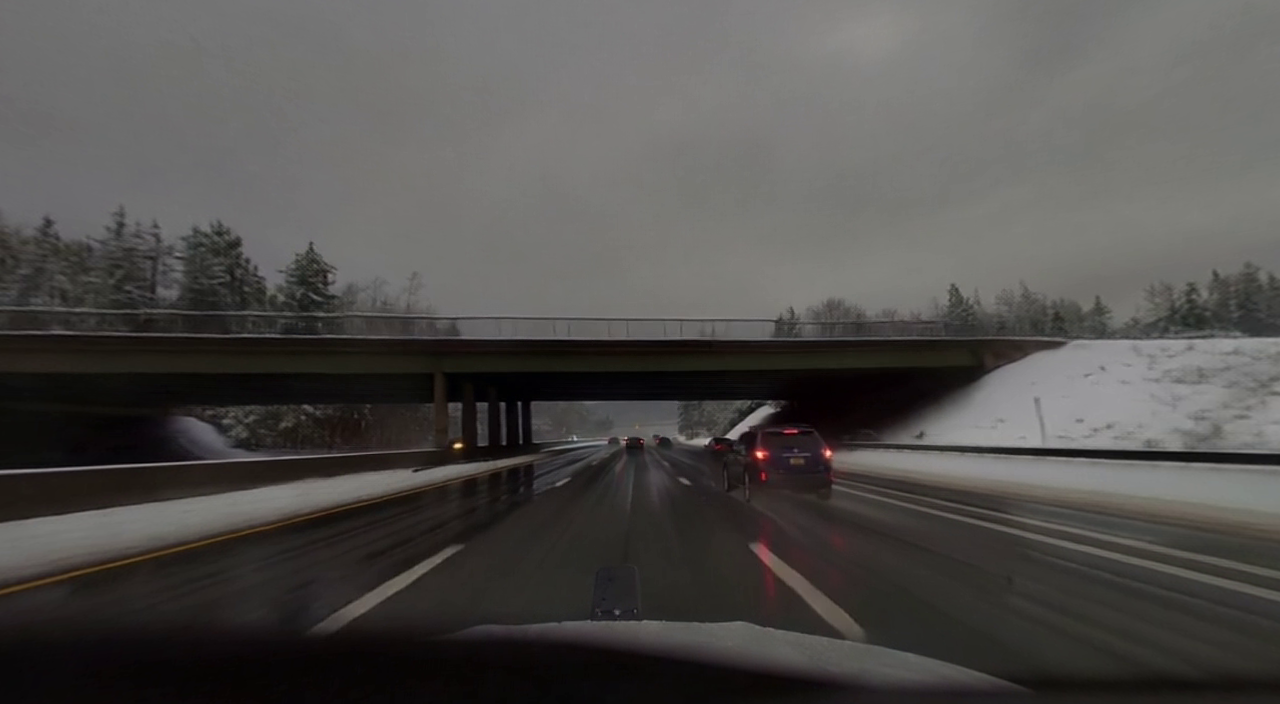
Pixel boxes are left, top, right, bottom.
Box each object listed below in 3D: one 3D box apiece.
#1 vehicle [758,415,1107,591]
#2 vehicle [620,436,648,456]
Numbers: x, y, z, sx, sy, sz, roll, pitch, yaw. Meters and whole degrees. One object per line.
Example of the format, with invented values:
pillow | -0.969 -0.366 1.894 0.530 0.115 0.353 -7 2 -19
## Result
vehicle | 3.253 1.768 8.517 2.240 1.646 4.949 0 -8 -1
vehicle | -0.452 7.436 49.912 2.103 1.512 4.155 0 -8 0
